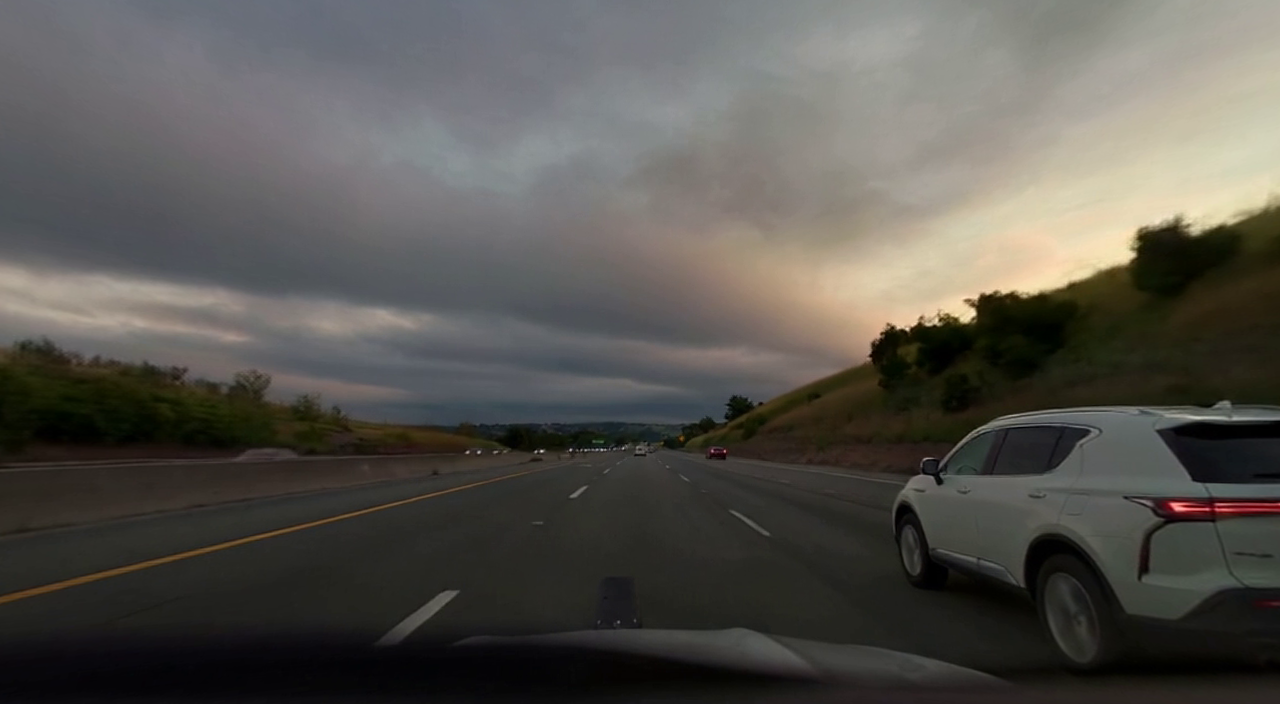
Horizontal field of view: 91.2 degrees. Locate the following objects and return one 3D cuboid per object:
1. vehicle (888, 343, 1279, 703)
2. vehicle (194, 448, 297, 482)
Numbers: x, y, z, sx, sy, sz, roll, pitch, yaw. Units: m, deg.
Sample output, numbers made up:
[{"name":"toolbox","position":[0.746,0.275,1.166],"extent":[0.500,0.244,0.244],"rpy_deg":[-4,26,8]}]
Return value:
[{"name":"vehicle","position":[3.469,1.102,4.277],"extent":[1.784,1.733,4.141],"rpy_deg":[0,-9,-1]},{"name":"vehicle","position":[-18.628,5.328,29.911],"extent":[1.984,1.476,4.457],"rpy_deg":[0,-9,0]}]
